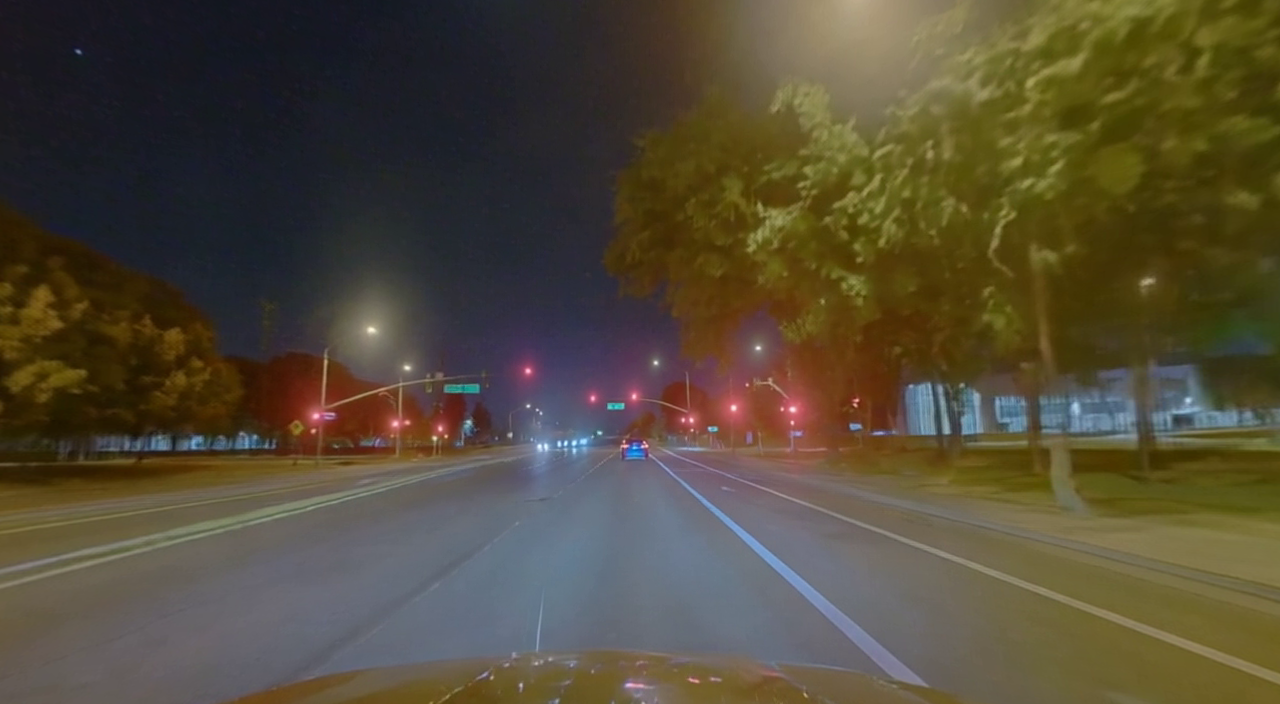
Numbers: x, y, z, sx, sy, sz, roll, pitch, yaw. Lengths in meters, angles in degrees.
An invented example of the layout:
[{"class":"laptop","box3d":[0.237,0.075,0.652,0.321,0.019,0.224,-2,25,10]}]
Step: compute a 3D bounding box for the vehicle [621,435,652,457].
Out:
[{"class":"vehicle","box3d":[-0.255,6.695,45.156,2.107,1.470,3.974,0,-8,-1]}]
